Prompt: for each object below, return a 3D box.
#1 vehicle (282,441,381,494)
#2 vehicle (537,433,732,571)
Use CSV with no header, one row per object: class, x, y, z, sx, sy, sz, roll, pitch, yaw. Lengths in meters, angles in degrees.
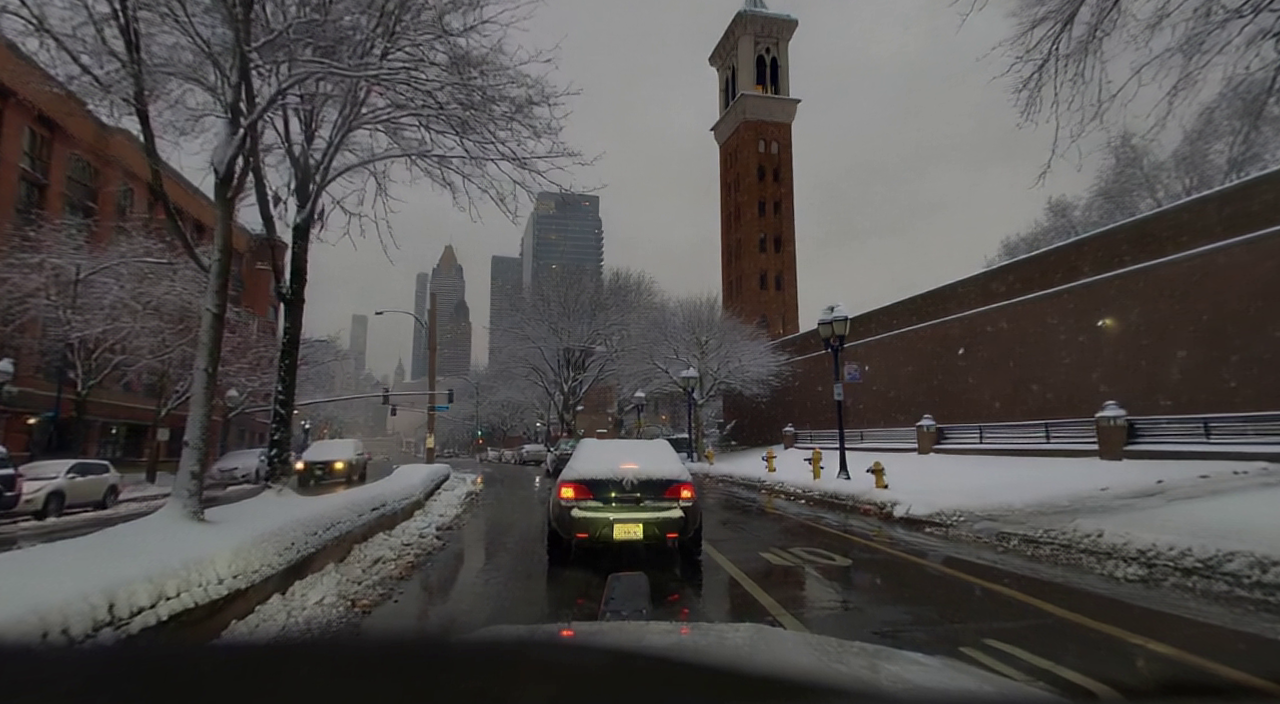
vehicle,-11.099,4.152,23.080,2.179,1.698,4.549,2,-9,-12
vehicle,-0.247,1.944,9.003,2.142,1.475,4.051,1,-8,-6
